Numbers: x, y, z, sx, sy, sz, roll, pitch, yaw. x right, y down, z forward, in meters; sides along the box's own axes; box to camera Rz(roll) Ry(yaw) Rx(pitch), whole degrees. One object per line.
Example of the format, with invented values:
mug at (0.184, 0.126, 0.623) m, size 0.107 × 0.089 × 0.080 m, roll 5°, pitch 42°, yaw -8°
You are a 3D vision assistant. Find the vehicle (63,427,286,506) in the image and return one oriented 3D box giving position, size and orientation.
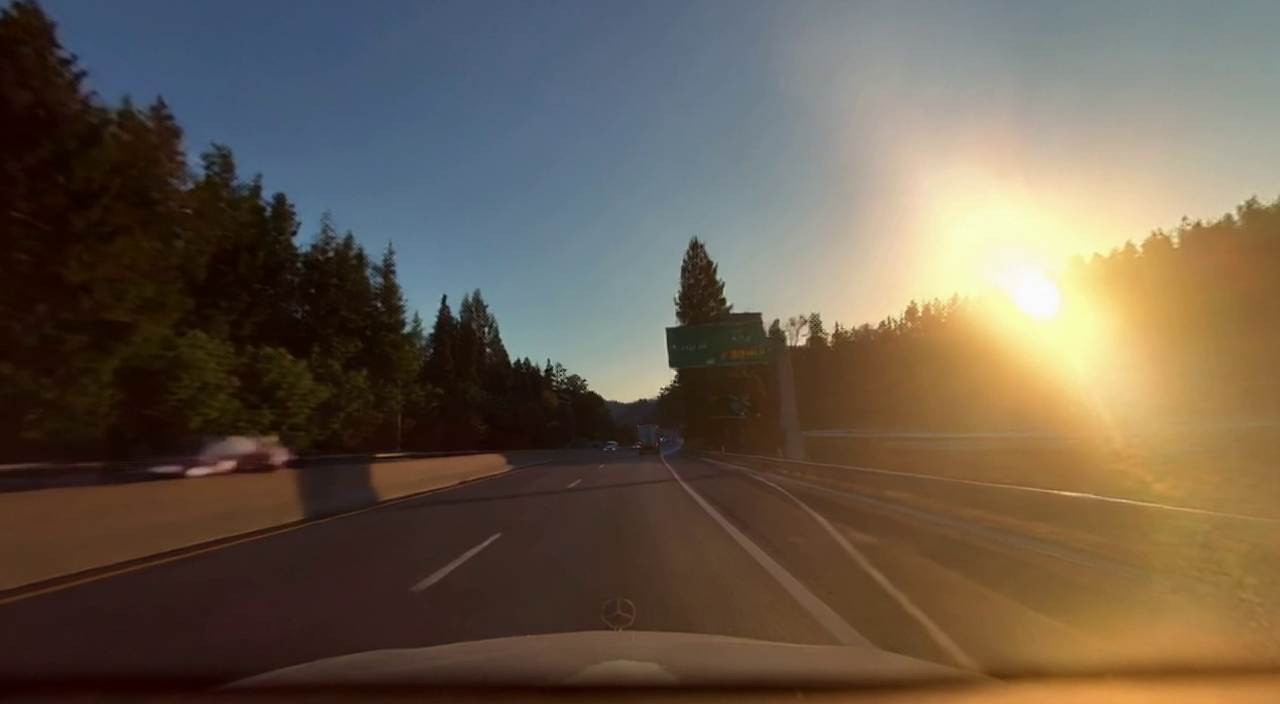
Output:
vehicle at (-11.248, 2.769, 15.791) m, size 2.053 × 1.638 × 4.747 m, roll 0°, pitch -8°, yaw -2°
